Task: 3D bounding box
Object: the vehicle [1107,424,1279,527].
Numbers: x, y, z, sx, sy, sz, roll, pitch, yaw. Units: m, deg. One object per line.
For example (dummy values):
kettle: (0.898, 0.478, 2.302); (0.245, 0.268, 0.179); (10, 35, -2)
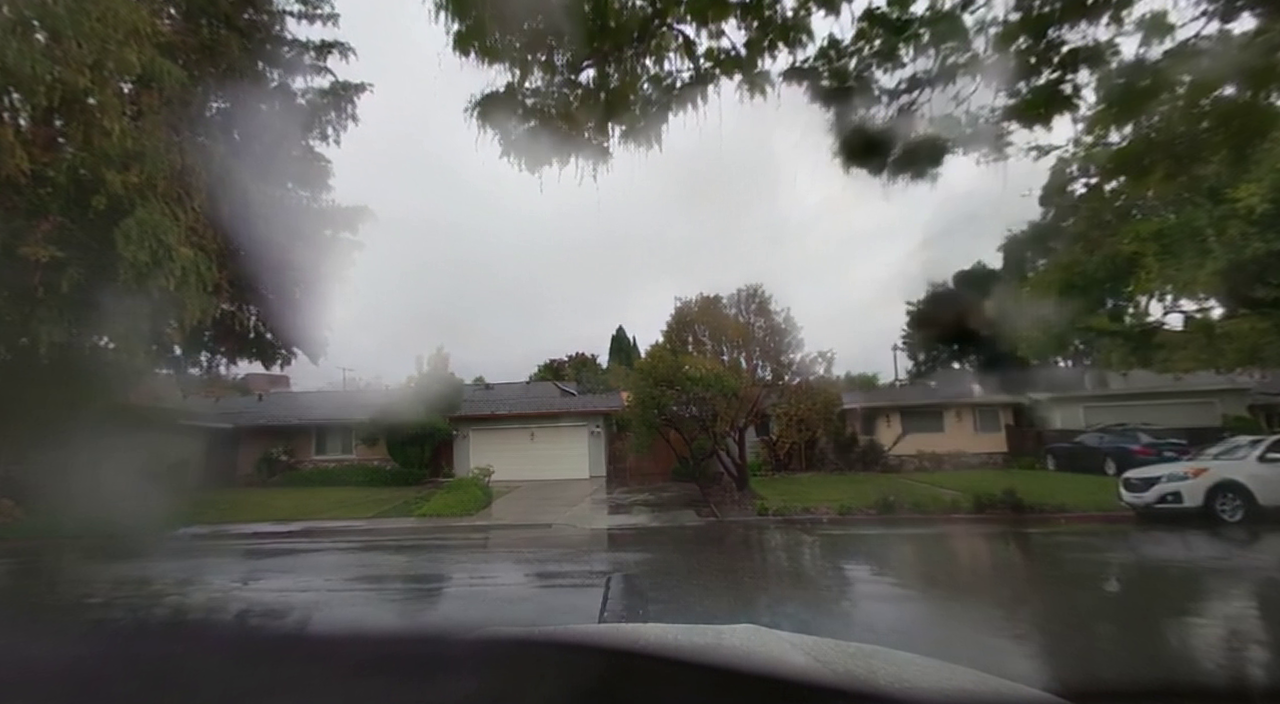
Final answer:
vehicle: (11.253, 2.099, 10.942); (4.658, 1.615, 1.894); (0, -8, 0)
